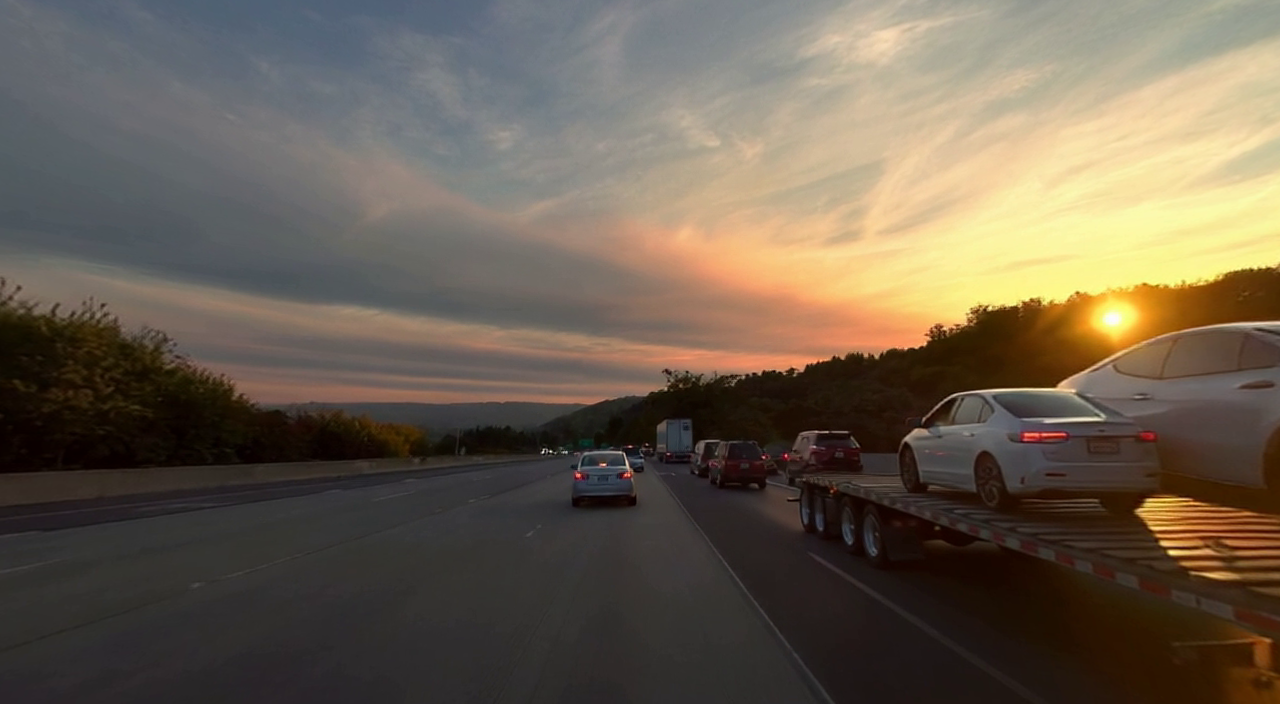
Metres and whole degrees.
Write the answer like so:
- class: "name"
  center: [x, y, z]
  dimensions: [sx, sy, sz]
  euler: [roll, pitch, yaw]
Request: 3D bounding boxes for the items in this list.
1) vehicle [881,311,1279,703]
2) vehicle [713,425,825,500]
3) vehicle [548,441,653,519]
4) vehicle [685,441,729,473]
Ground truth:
- class: "vehicle"
  center: [3.427, 0.992, 4.013]
  dimensions: [1.959, 1.783, 4.407]
  euler: [0, -9, -1]
- class: "vehicle"
  center: [3.535, 3.138, 18.179]
  dimensions: [2.303, 1.889, 3.920]
  euler: [0, -9, -1]
- class: "vehicle"
  center: [-0.732, 2.735, 13.886]
  dimensions: [1.991, 1.466, 3.675]
  euler: [0, -9, 0]
- class: "vehicle"
  center: [3.710, 5.931, 35.661]
  dimensions: [1.938, 1.660, 4.223]
  euler: [0, -9, -1]
